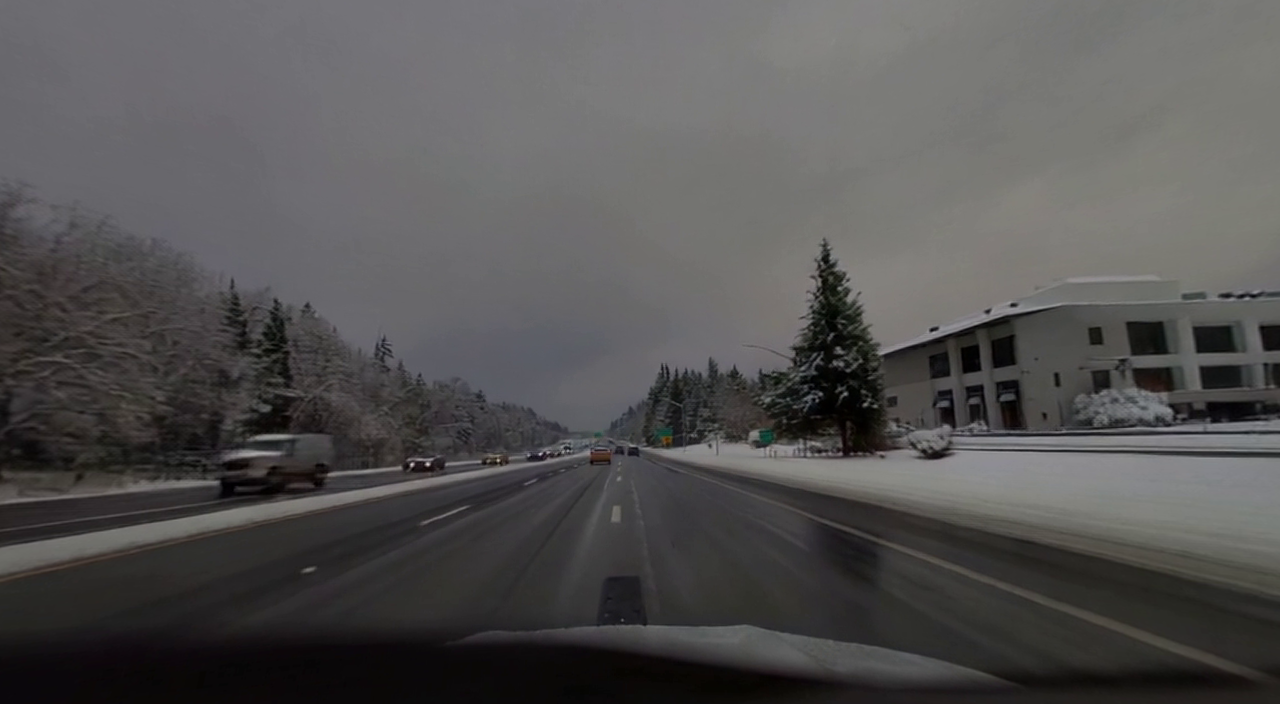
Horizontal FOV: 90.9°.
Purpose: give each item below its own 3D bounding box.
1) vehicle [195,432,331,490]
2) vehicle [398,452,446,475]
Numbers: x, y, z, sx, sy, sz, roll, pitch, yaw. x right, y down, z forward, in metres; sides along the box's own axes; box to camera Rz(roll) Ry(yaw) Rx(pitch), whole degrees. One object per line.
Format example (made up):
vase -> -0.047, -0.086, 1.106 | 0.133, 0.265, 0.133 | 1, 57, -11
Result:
vehicle -> -14.029, 4.090, 23.913 | 2.125, 1.915, 4.942 | 0, -9, -1
vehicle -> -15.737, 8.058, 45.779 | 1.946, 1.531, 4.538 | 0, -9, -1
